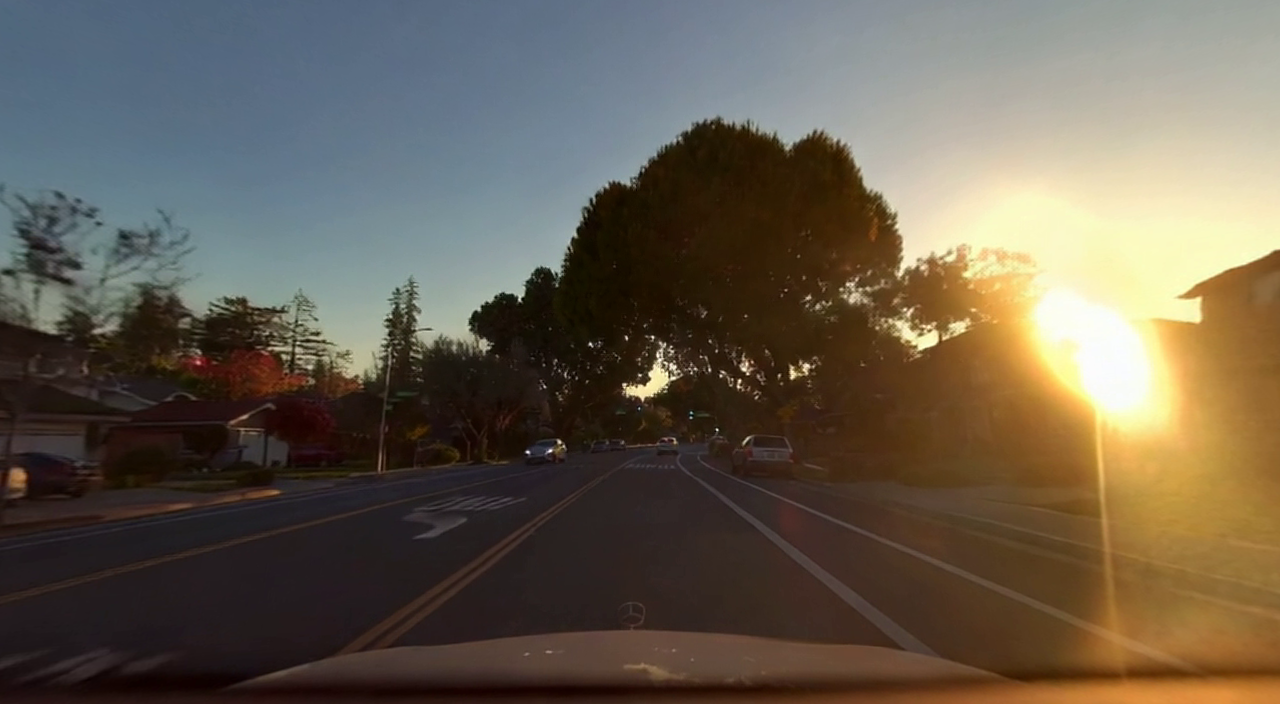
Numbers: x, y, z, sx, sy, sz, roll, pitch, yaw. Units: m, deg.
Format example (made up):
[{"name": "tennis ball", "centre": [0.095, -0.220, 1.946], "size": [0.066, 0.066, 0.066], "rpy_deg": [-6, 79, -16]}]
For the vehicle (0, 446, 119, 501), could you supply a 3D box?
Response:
[{"name": "vehicle", "centre": [-20.255, 3.936, 20.709], "size": [4.411, 1.682, 2.126], "rpy_deg": [0, -9, 3]}]

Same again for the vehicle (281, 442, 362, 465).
[{"name": "vehicle", "centre": [-24.515, 7.805, 48.664], "size": [4.999, 1.735, 2.227], "rpy_deg": [1, -8, -8]}]

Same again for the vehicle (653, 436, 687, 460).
[{"name": "vehicle", "centre": [2.308, 7.209, 47.380], "size": [2.115, 1.679, 4.235], "rpy_deg": [-1, -9, 8]}]

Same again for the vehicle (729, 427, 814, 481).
[{"name": "vehicle", "centre": [5.007, 3.978, 24.839], "size": [2.233, 1.887, 5.347], "rpy_deg": [0, -8, 1]}]

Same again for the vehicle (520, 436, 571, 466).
[{"name": "vehicle", "centre": [-6.267, 6.642, 42.416], "size": [2.200, 1.852, 4.897], "rpy_deg": [-1, -8, 6]}]
